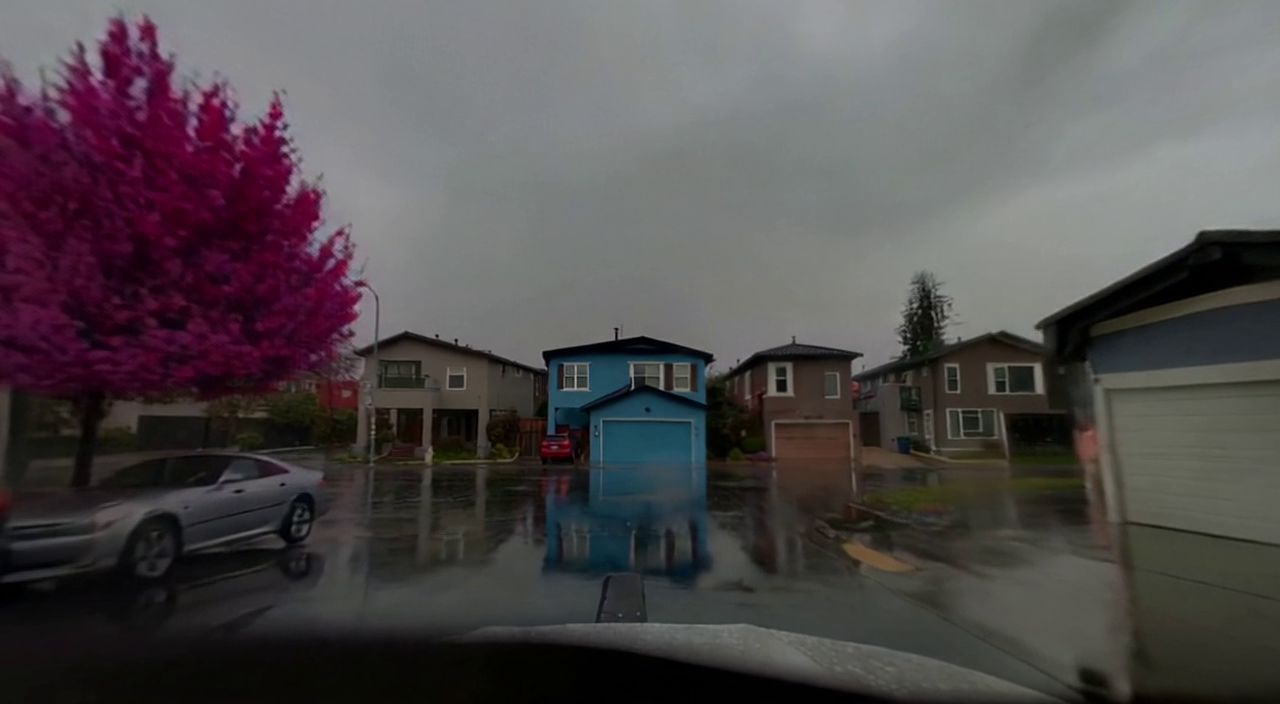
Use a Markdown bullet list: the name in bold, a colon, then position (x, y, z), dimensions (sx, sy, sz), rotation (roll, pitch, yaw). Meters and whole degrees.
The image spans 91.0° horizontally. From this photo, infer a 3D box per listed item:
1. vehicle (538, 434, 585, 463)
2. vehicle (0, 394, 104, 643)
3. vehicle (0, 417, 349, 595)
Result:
- **vehicle**: position (-4.321, 5.409, 35.422), dimensions (1.968, 1.491, 4.486), rotation (0, -9, 2)
- **vehicle**: position (-5.765, 0.974, 2.989), dimensions (2.139, 1.783, 4.717), rotation (0, -9, 2)
- **vehicle**: position (-6.061, 1.861, 8.601), dimensions (2.087, 1.697, 4.892), rotation (0, -9, -4)
